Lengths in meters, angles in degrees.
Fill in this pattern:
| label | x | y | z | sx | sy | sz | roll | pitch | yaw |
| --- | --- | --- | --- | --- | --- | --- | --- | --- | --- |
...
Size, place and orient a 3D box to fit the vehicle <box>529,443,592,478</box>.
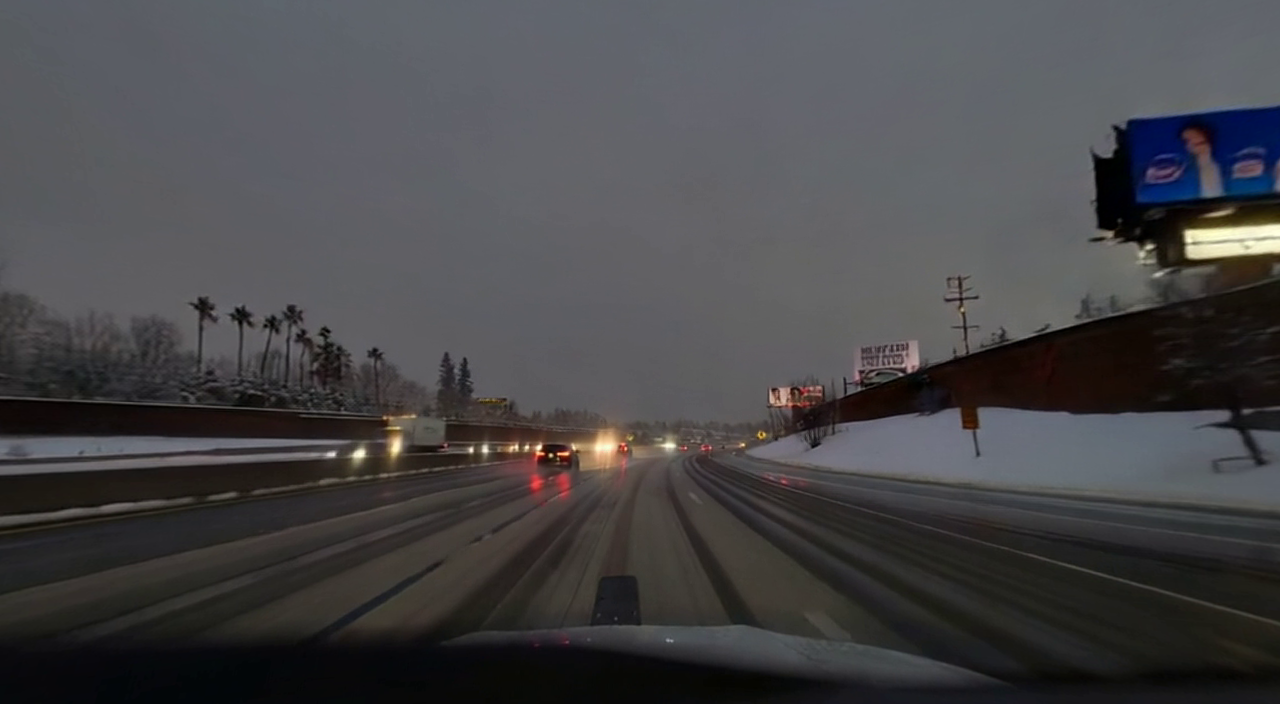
| label | x | y | z | sx | sy | sz | roll | pitch | yaw |
| --- | --- | --- | --- | --- | --- | --- | --- | --- | --- |
| vehicle | -3.517 | 4.902 | 28.956 | 2.078 | 1.457 | 4.648 | -1 | -8 | 3 |
